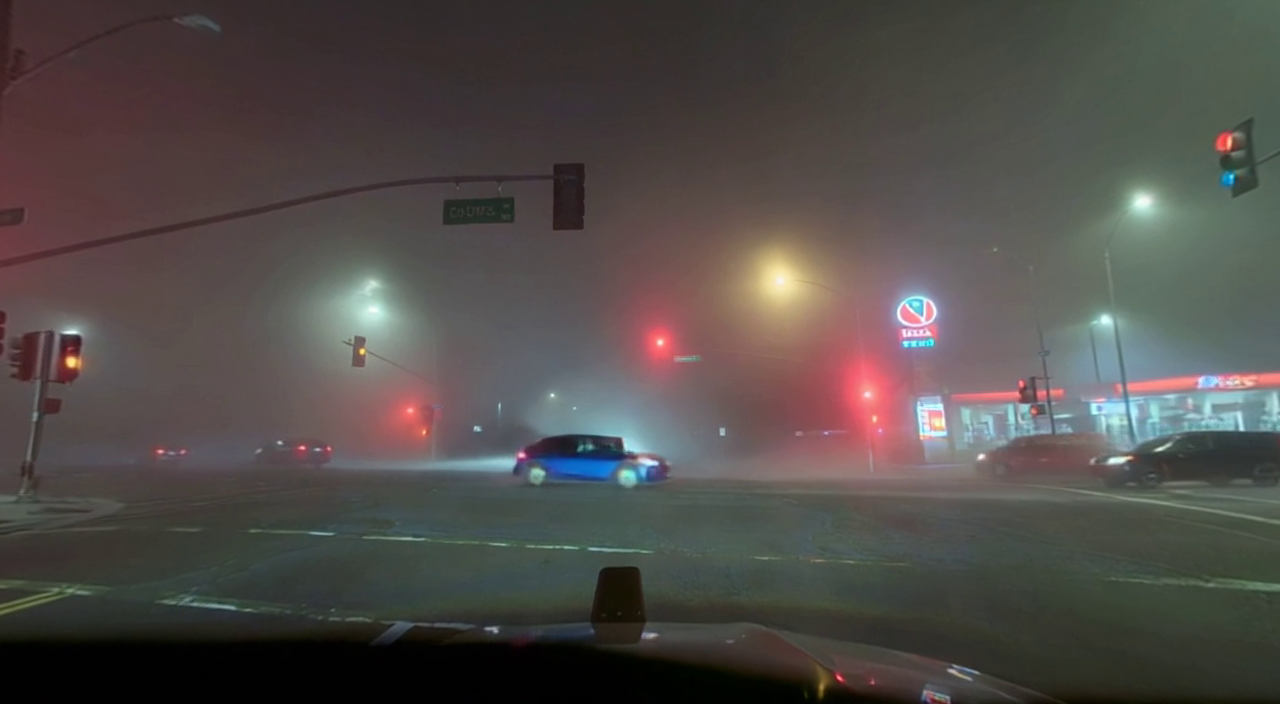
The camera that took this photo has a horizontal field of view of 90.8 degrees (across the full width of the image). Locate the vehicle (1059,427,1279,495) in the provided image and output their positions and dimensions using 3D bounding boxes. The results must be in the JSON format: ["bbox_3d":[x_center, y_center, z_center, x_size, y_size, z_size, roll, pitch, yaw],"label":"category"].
[{"bbox_3d":[13.304,2.628,15.479,4.681,1.495,2.096,-4,-9,23],"label":"vehicle"}]

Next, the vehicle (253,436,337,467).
[{"bbox_3d":[-19.436,5.590,35.596,4.562,1.676,1.819,-5,-9,27],"label":"vehicle"}]

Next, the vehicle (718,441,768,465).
[{"bbox_3d":[6.580,6.525,41.019,1.831,1.467,4.792,1,-8,-8],"label":"vehicle"}]

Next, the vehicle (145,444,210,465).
[{"bbox_3d":[-34.302,7.562,46.828,4.801,1.466,1.830,-5,-9,27],"label":"vehicle"}]

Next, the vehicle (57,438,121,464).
[{"bbox_3d":[-39.963,7.172,45.796,4.311,1.742,1.864,-5,-9,27],"label":"vehicle"}]

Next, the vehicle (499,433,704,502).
[{"bbox_3d":[-0.981,2.763,15.463,4.670,1.458,1.959,-5,-10,30],"label":"vehicle"}]
